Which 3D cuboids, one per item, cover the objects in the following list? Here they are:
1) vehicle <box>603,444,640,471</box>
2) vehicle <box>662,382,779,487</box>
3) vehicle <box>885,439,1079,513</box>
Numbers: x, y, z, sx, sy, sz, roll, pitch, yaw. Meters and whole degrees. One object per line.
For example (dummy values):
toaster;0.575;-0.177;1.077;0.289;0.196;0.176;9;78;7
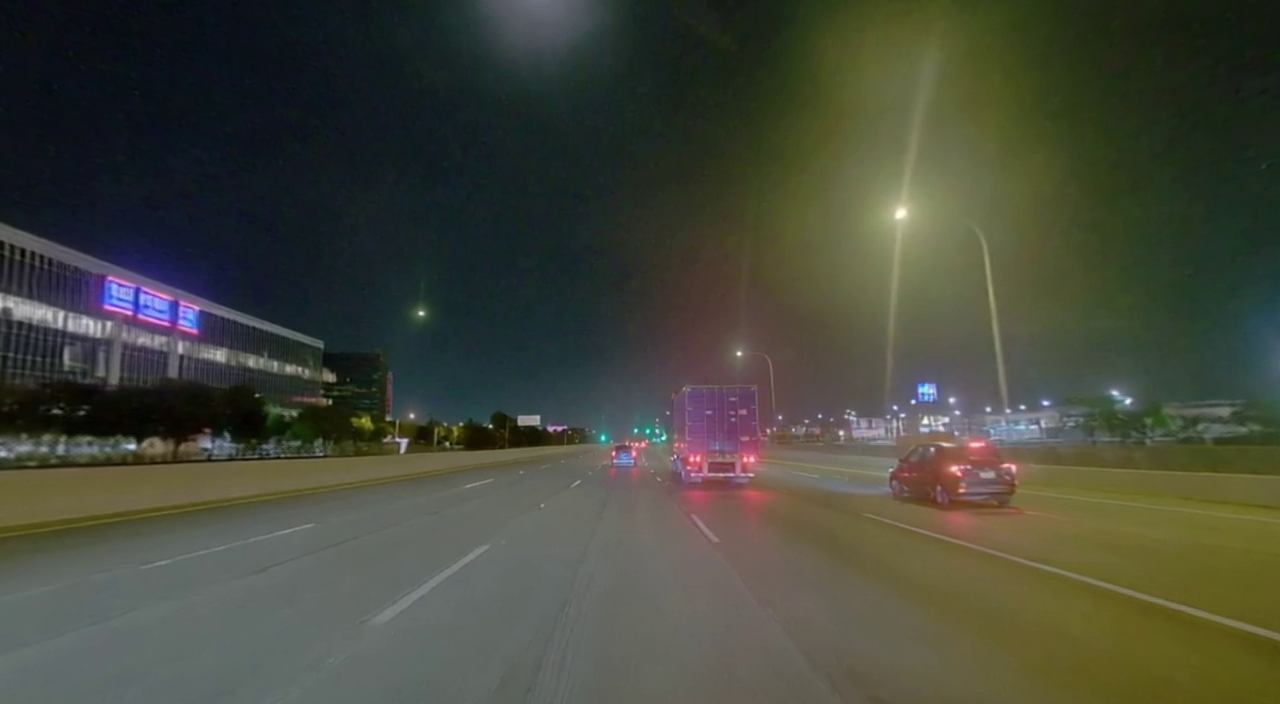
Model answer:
vehicle;-1.018;5.838;35.115;1.929;1.395;3.999;0;-9;-1
vehicle;2.737;3.445;25.604;2.934;3.325;10.986;0;-9;-2
vehicle;7.883;2.885;15.231;2.105;1.494;4.537;0;-9;-1
